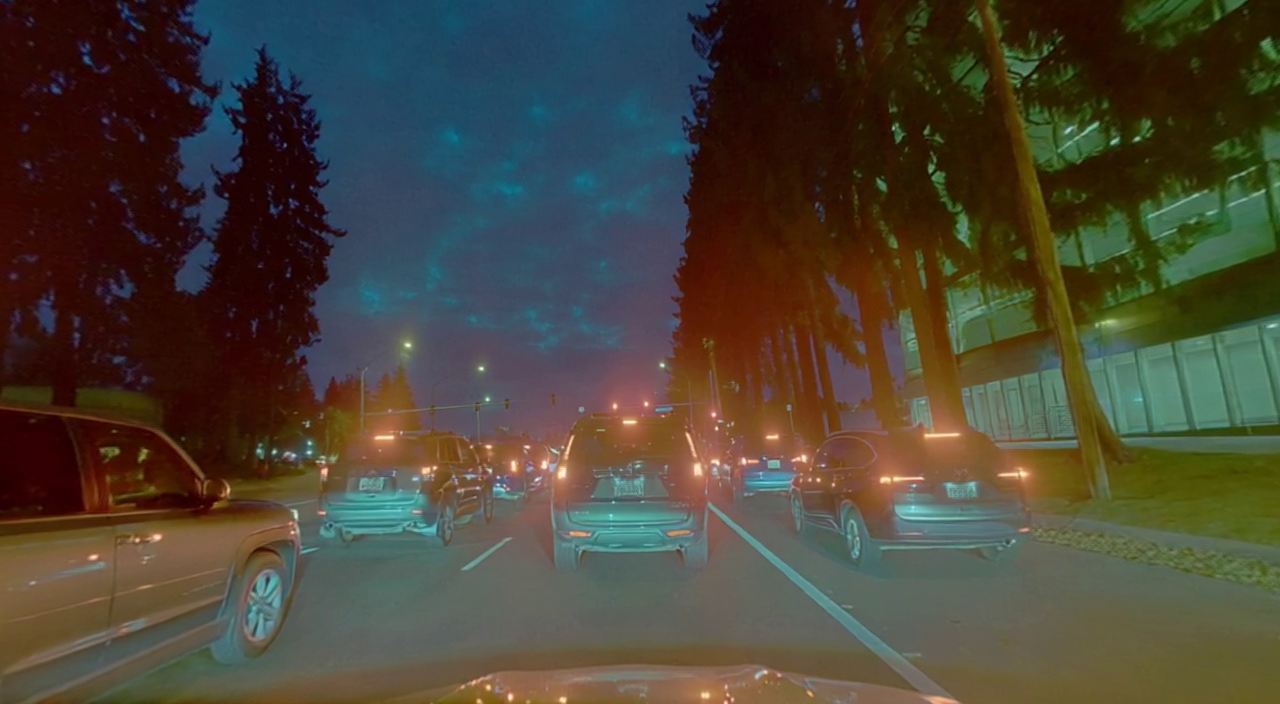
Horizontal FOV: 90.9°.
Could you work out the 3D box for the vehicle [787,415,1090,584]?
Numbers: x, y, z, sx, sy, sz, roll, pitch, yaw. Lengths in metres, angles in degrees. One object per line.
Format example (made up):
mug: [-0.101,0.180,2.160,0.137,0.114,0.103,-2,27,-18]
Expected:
vehicle: [3.265,1.670,7.861,1.922,1.579,3.642,0,-8,-1]

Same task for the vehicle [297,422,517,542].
vehicle: [-3.646,2.112,10.894,2.042,1.641,4.314,0,-8,1]

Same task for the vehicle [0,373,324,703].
vehicle: [-3.779,0.996,3.301,1.929,1.641,4.193,0,-8,2]

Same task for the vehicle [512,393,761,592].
vehicle: [-0.003,1.534,7.658,2.193,1.744,4.033,0,-8,1]
